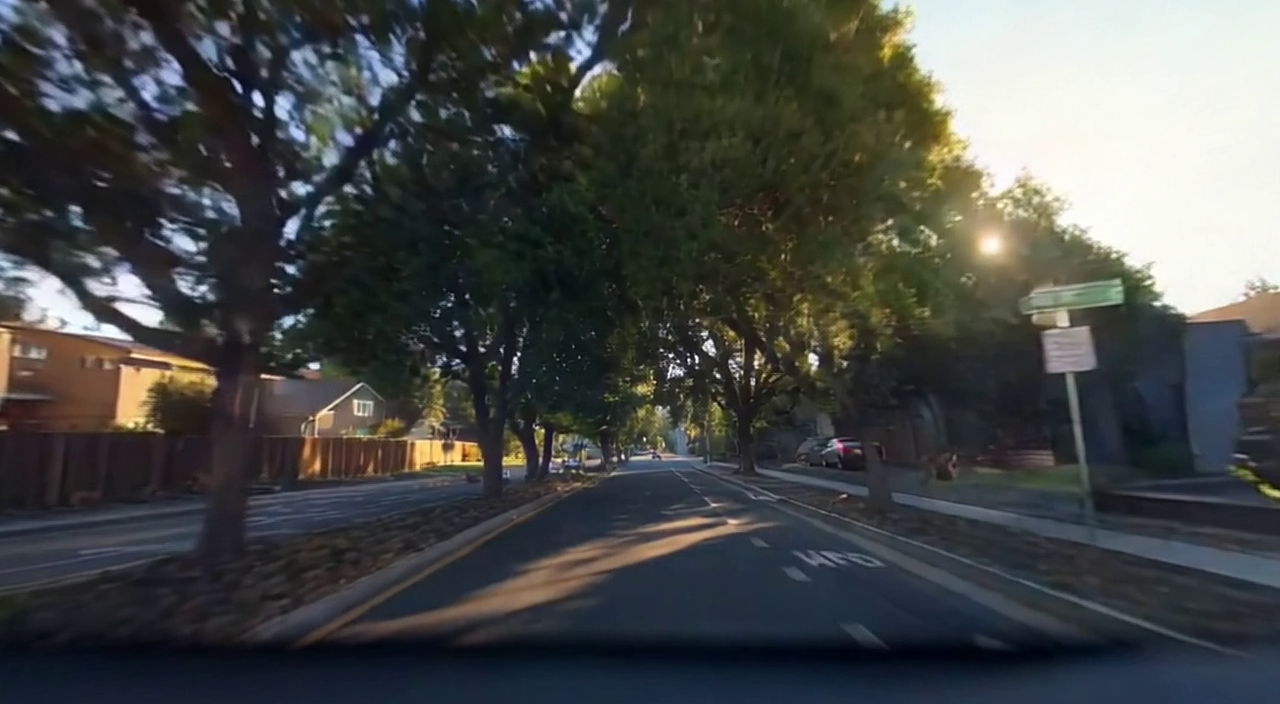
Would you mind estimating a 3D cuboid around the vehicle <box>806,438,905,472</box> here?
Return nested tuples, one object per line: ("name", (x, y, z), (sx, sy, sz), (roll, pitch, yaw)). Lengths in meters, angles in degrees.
("vehicle", (12.213, 5.863, 35.851), (4.807, 1.865, 2.160), (0, -8, 1))
